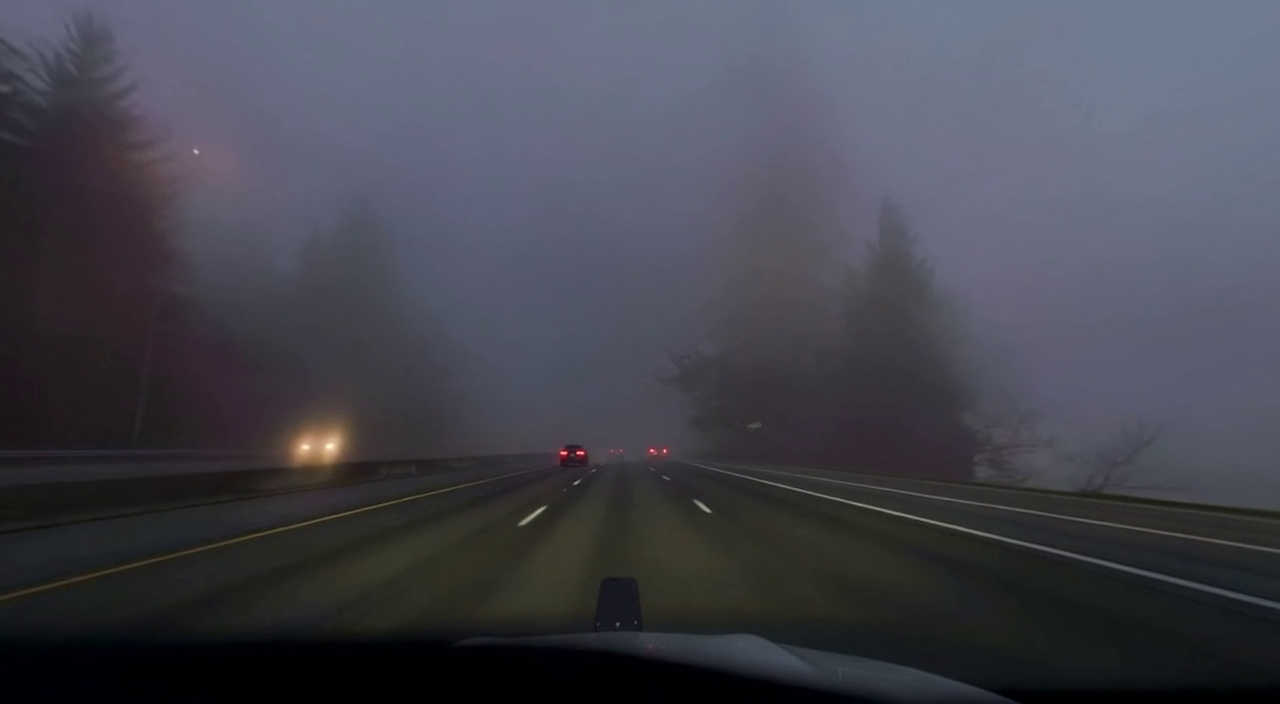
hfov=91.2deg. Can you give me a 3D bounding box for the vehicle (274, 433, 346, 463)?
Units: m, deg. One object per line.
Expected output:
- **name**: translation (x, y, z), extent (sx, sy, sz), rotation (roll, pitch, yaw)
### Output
- **vehicle**: translation (-17.600, 5.149, 33.654), extent (1.832, 1.487, 3.853), rotation (0, -9, -1)

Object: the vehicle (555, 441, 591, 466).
- **vehicle**: translation (-4.572, 7.023, 43.281), extent (2.071, 1.615, 3.868), rotation (0, -9, -1)
